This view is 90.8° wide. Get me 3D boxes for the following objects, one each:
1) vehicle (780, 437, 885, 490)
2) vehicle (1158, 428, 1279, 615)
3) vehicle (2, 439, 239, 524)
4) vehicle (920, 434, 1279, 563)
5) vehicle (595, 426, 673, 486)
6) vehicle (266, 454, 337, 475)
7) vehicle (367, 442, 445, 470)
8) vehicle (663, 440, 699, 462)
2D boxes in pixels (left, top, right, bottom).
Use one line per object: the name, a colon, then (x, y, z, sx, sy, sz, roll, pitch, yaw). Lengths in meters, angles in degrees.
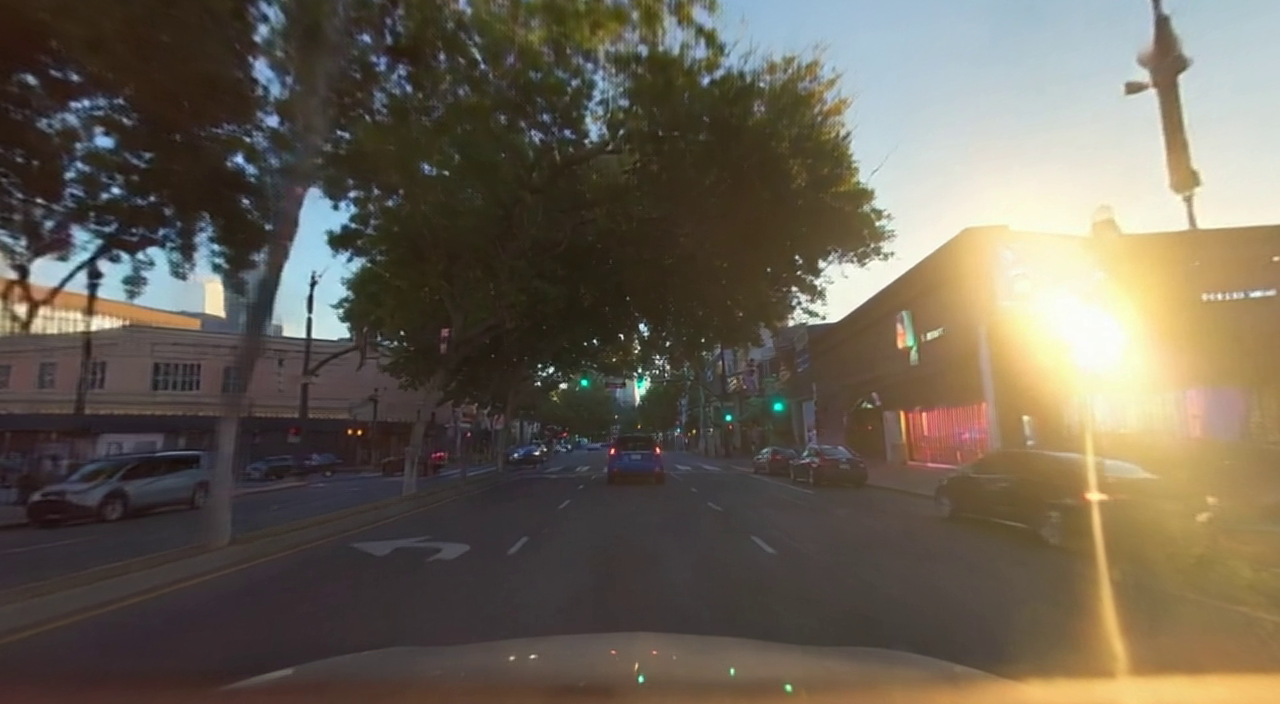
vehicle: (6.086, 3.580, 20.586, 1.986, 1.515, 4.265, 0, -9, -1)
vehicle: (6.153, 1.174, 3.833, 2.048, 1.484, 4.709, 0, -9, 1)
vehicle: (-14.058, 3.487, 17.711, 2.197, 1.985, 5.183, 0, -9, 0)
vehicle: (6.217, 1.991, 9.412, 1.964, 1.429, 4.515, 0, -9, -1)
vehicle: (-0.220, 3.516, 21.524, 2.382, 1.796, 4.610, 0, -9, -1)
vehicle: (-26.000, 8.605, 48.600, 4.317, 1.524, 1.809, 0, -9, -1)
vehicle: (-15.537, 6.934, 42.055, 4.427, 1.757, 2.125, -3, -9, 18)
vehicle: (2.826, 6.978, 44.674, 2.209, 1.478, 4.138, 0, -9, -1)
